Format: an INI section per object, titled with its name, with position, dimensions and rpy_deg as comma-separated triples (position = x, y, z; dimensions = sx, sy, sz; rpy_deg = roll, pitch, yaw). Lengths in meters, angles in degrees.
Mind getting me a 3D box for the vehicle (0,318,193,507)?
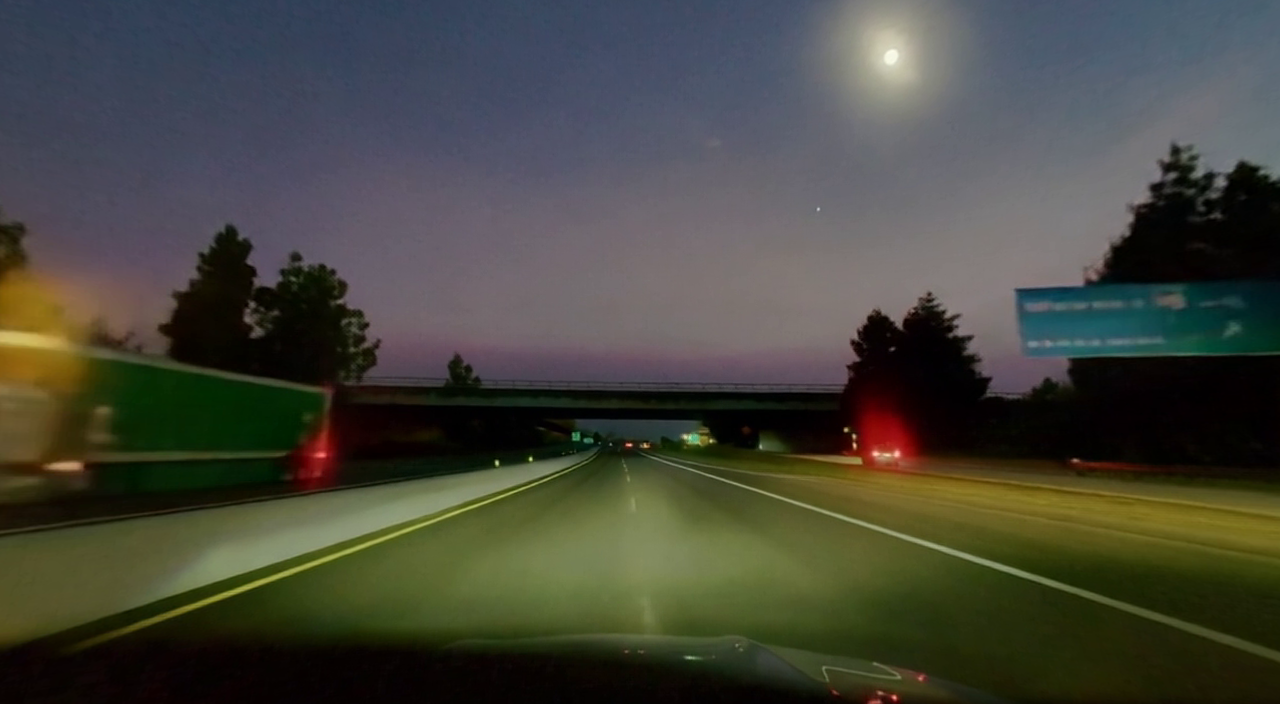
[vehicle]
position = -15.499, 1.704, 16.229
dimensions = 3.391, 4.040, 5.988
rpy_deg = 0, -9, -1
